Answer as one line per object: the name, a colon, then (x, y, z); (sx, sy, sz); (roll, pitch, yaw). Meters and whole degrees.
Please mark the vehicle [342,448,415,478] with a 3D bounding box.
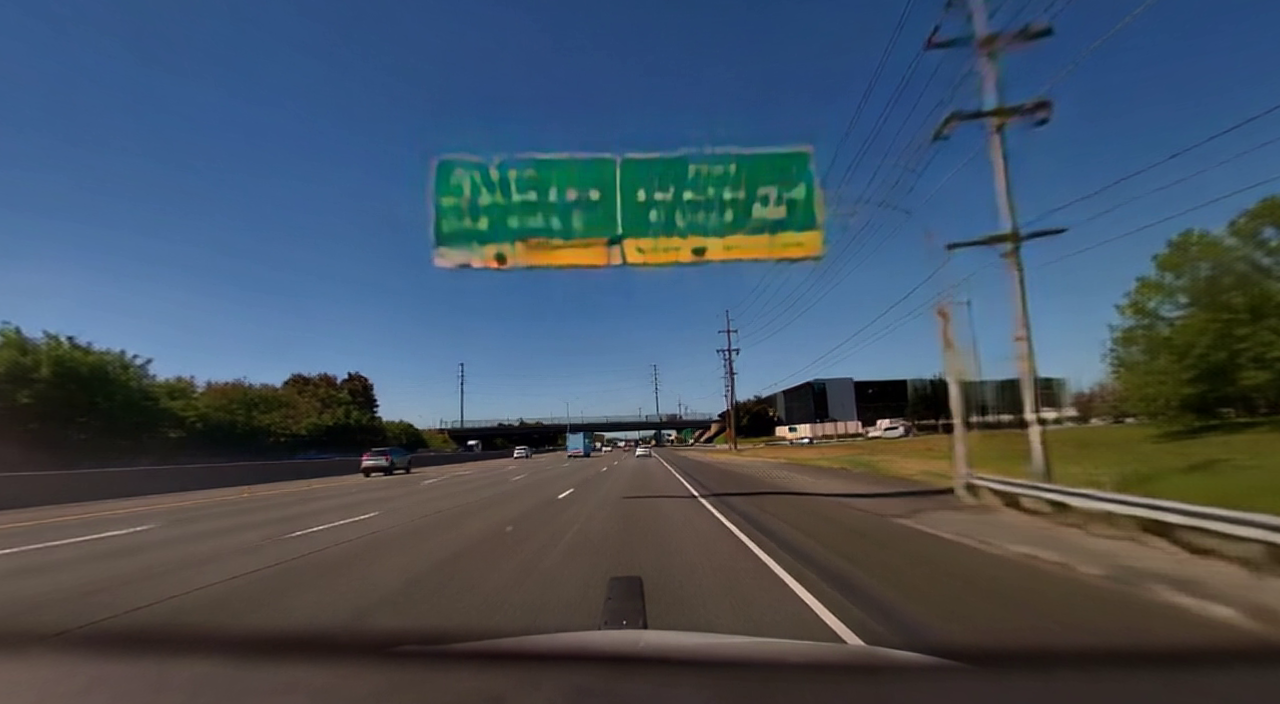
vehicle: (-14.198, 6.027, 34.528); (1.988, 1.477, 4.442); (0, -8, 1)
